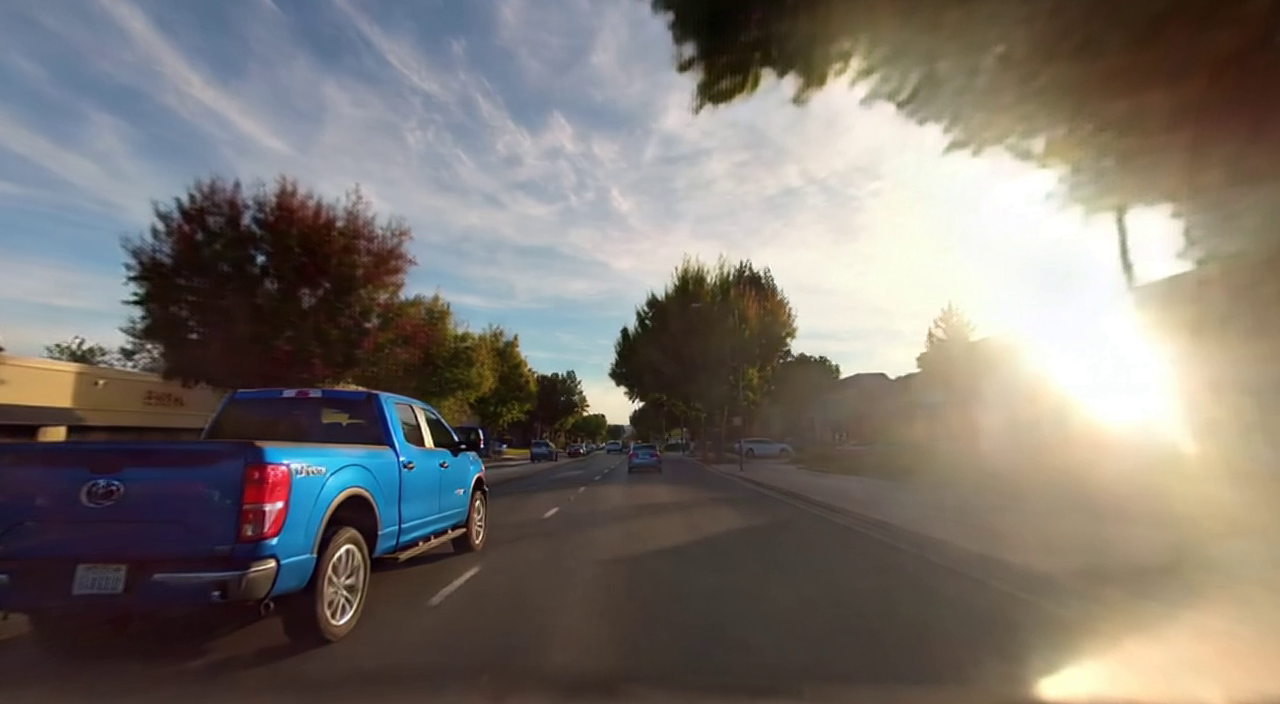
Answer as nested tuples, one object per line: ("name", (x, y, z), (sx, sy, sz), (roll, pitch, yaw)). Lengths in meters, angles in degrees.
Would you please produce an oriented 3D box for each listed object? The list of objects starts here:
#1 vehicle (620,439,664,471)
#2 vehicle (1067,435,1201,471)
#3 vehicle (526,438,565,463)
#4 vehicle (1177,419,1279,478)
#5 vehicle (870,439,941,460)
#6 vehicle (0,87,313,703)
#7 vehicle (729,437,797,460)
("vehicle", (0.098, 5.503, 33.722), (2.191, 1.530, 4.470), (-1, -8, 0))
("vehicle", (22.124, 4.553, 28.371), (4.437, 1.485, 2.027), (-5, -9, 31))
("vehicle", (-7.284, 7.629, 48.902), (2.146, 1.788, 5.153), (-1, -8, 0))
("vehicle", (20.372, 3.044, 19.958), (4.501, 1.780, 2.082), (-5, -10, 29))
("vehicle", (20.955, 7.682, 49.633), (4.836, 1.567, 2.051), (-6, -10, 31))
("vehicle", (-3.471, 0.294, 1.183), (2.733, 2.495, 5.037), (-1, -8, 3))
("vehicle", (9.790, 7.657, 49.965), (5.109, 1.735, 1.997), (3, -9, -25))
